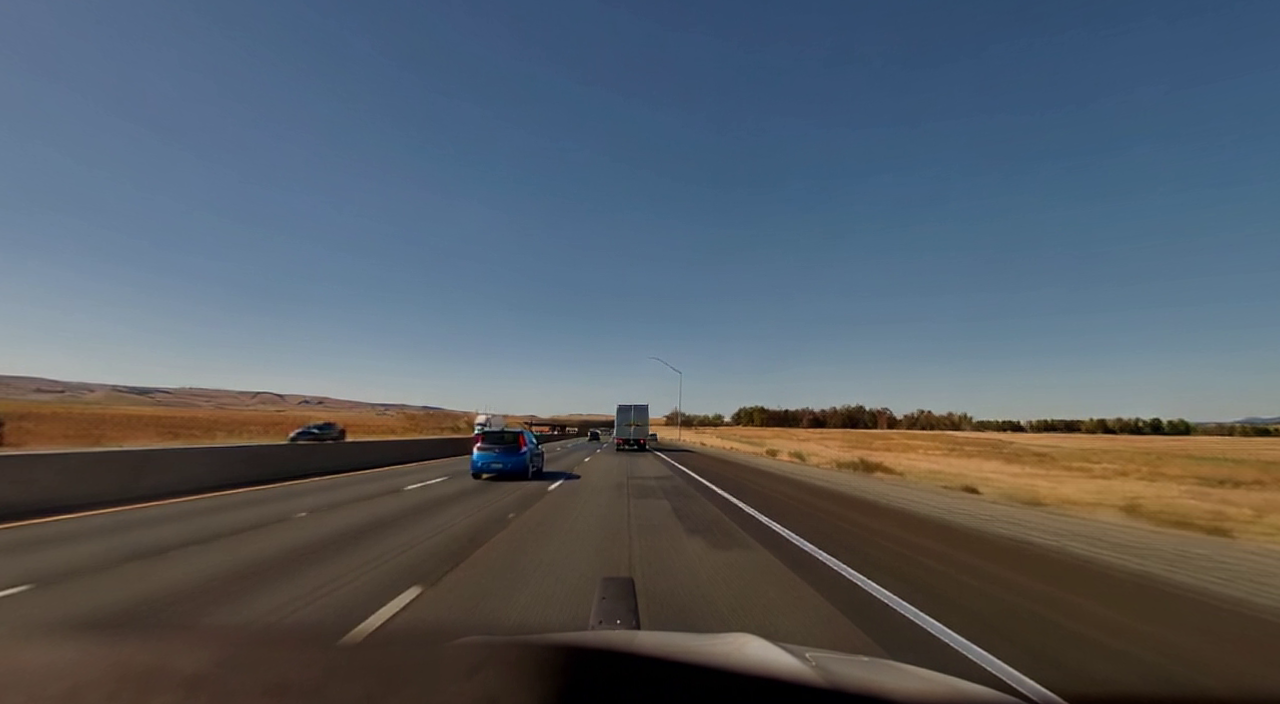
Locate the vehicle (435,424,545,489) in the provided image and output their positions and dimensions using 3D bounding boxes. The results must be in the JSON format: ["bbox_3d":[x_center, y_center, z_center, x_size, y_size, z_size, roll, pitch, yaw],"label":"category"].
[{"bbox_3d":[-3.782,2.690,16.589,1.955,1.508,3.996,0,-8,0],"label":"vehicle"}]

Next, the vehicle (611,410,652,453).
[{"bbox_3d":[-0.692,5.484,43.321,2.418,2.704,6.445,0,-8,-4],"label":"vehicle"}]

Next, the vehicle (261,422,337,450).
[{"bbox_3d":[-20.161,4.997,37.425,1.897,1.523,4.794,0,-8,-1],"label":"vehicle"}]
